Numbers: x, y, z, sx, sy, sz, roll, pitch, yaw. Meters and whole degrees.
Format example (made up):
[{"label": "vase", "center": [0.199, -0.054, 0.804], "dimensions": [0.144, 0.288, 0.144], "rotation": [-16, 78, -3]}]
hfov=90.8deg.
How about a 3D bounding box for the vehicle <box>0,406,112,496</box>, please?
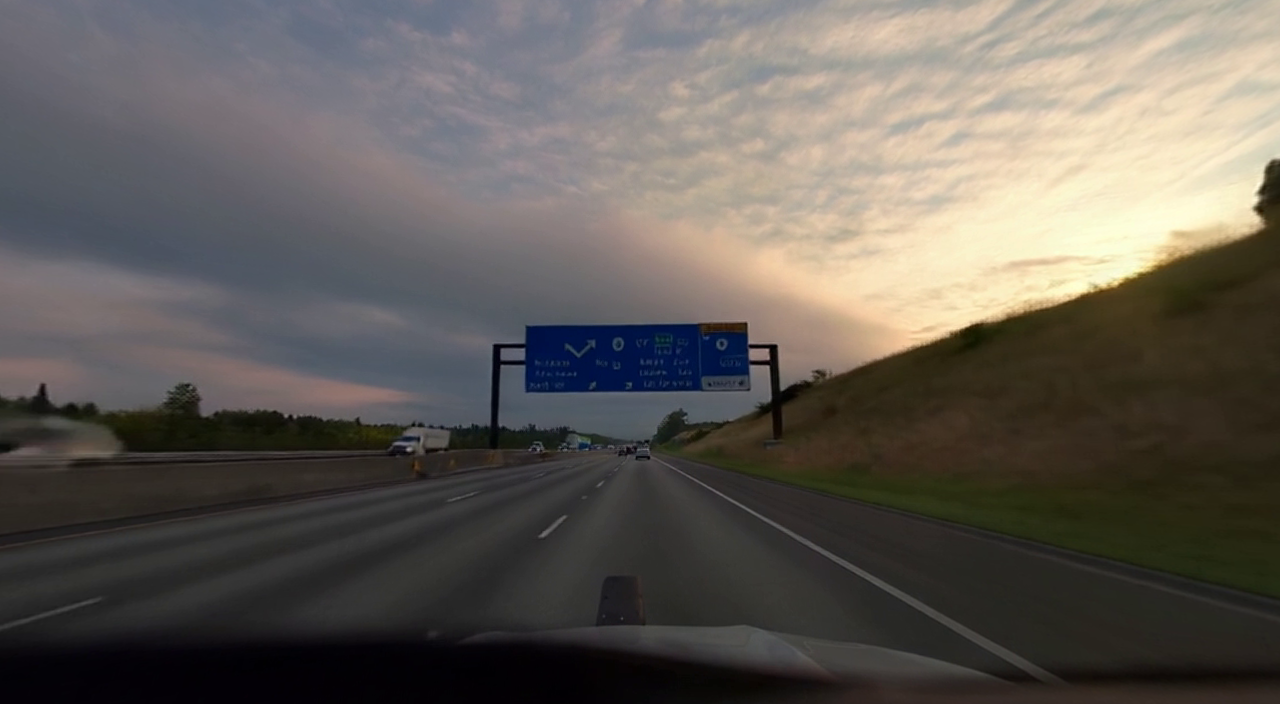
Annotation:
[{"label": "vehicle", "center": [-14.787, 2.171, 13.781], "dimensions": [2.059, 1.916, 5.094], "rotation": [0, -9, -1]}]
